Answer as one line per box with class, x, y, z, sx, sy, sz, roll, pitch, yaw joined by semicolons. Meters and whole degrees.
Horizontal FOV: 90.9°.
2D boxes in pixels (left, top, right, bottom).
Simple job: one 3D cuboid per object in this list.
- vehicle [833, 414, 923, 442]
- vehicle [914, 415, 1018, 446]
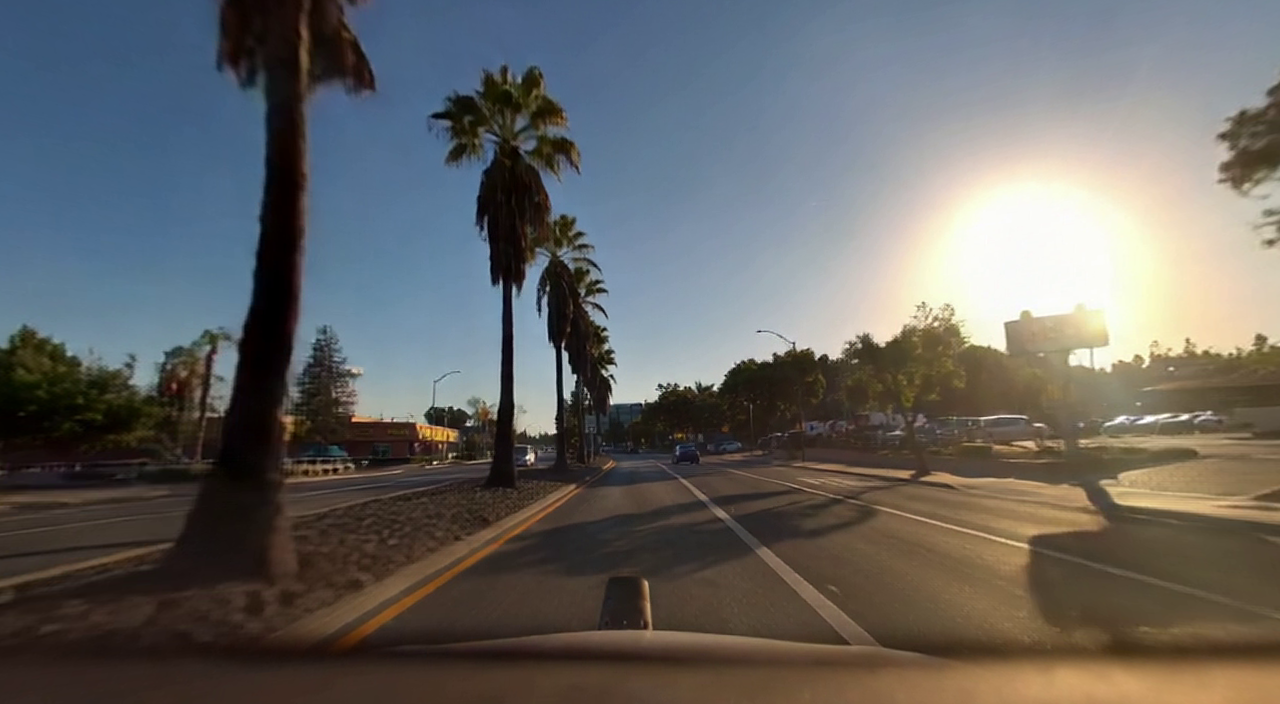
vehicle;17.864;5.748;47.572;5.817;1.906;2.230;-1;-10;0
vehicle;18.678;4.537;36.305;4.649;1.662;2.349;0;-8;1
